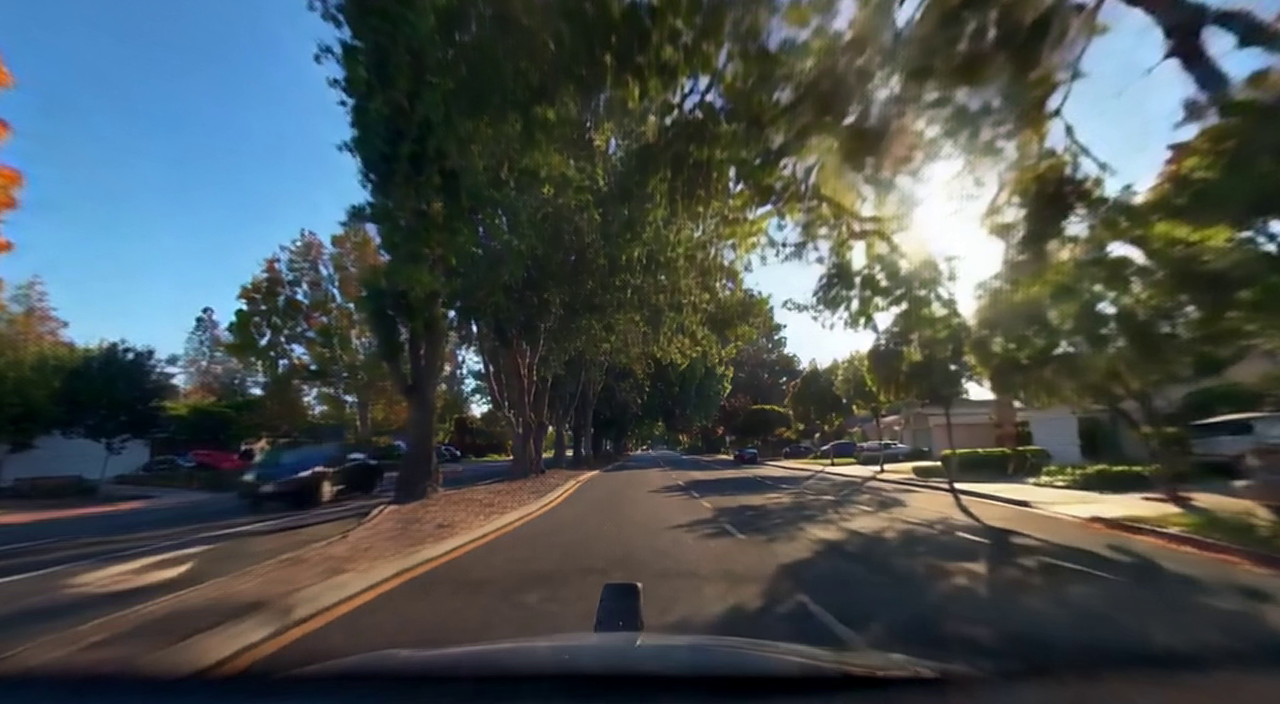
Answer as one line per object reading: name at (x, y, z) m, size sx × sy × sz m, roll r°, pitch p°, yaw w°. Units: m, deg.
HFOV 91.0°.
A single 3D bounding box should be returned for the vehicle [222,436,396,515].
vehicle at (-8.285, 3.104, 16.341) m, size 2.118 × 1.733 × 4.372 m, roll 0°, pitch -9°, yaw 0°
